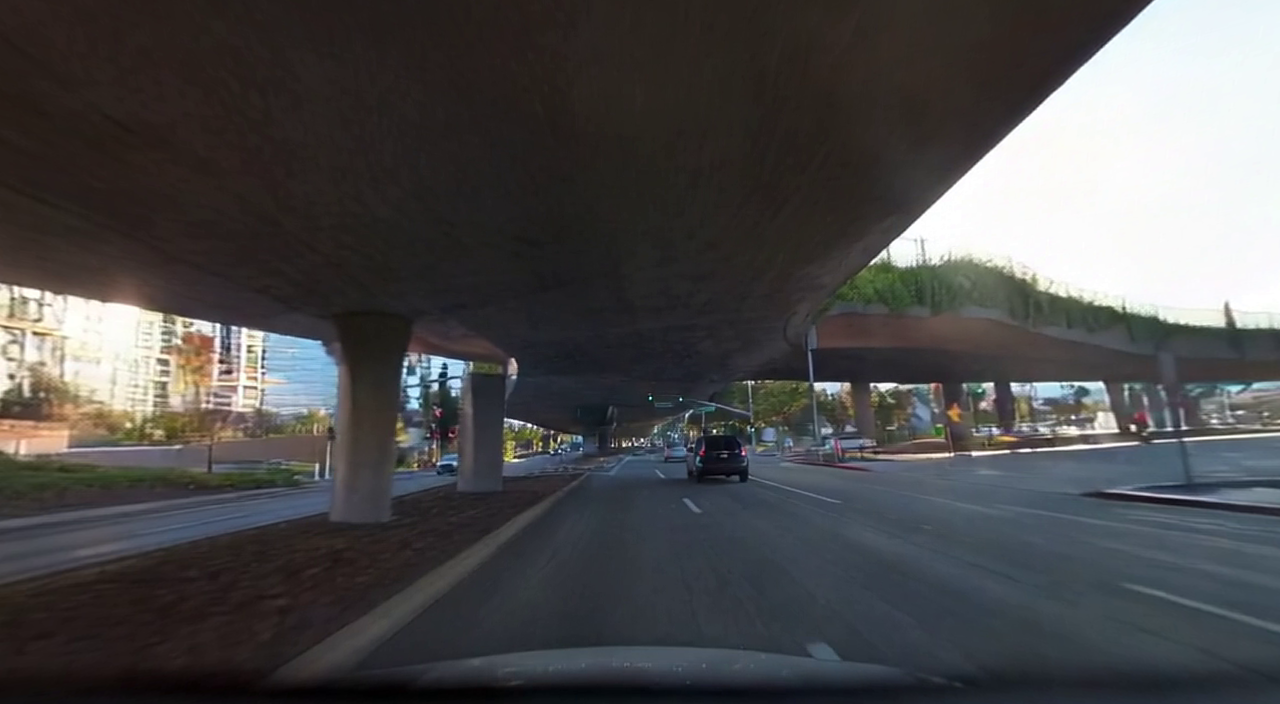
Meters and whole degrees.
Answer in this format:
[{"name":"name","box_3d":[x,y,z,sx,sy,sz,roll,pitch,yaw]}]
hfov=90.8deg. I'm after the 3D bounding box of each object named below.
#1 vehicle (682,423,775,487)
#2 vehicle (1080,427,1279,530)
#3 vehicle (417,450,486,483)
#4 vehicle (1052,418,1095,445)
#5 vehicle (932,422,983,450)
[{"name":"vehicle","box_3d":[3.010,3.721,23.092,2.559,2.017,5.562,0,-9,0]},{"name":"vehicle","box_3d":[10.196,2.050,10.584,1.989,1.472,5.054,0,-9,0]},{"name":"vehicle","box_3d":[-9.110,5.553,30.934,1.975,1.471,4.604,0,-9,0]},{"name":"vehicle","box_3d":[31.060,5.771,45.401,2.266,1.854,4.776,-5,-10,32]},{"name":"vehicle","box_3d":[19.406,5.176,38.514,2.100,1.626,4.450,-6,-10,33]}]
